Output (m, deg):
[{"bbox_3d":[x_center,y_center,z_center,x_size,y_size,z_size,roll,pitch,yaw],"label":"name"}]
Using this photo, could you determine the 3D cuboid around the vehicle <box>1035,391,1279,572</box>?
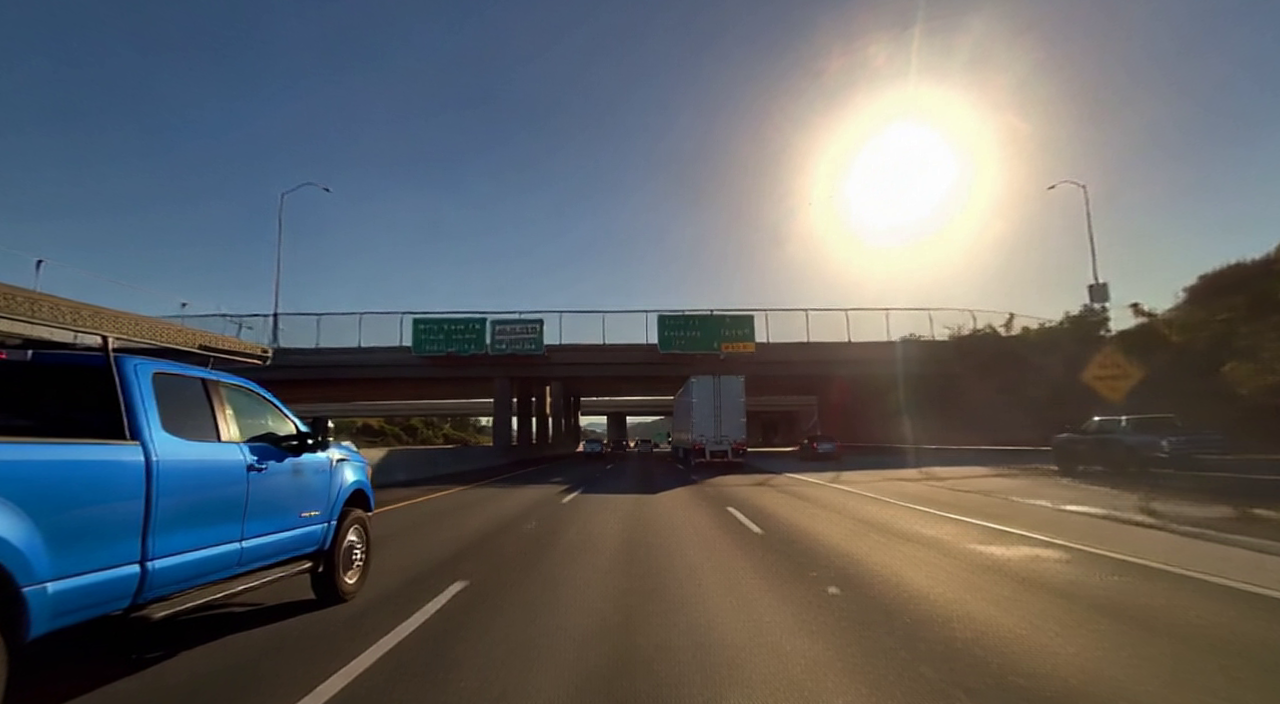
[{"bbox_3d":[7.075,1.419,7.274,1.999,1.700,4.640,0,-8,0],"label":"vehicle"}]

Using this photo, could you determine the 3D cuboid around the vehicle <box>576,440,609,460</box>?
[{"bbox_3d":[-3.479,7.269,46.820,2.077,1.446,4.106,0,-8,0],"label":"vehicle"}]

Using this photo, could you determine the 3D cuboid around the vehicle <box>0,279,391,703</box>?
[{"bbox_3d":[-4.123,0.862,3.762,2.599,2.054,6.288,0,-8,1],"label":"vehicle"}]

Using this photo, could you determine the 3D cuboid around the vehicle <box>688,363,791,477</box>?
[{"bbox_3d":[4.017,3.365,28.916,2.885,4.036,12.891,0,-8,1],"label":"vehicle"}]

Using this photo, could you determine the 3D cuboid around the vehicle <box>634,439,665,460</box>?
[{"bbox_3d":[0.652,7.068,45.694,2.092,1.446,4.092,0,-8,0],"label":"vehicle"}]
